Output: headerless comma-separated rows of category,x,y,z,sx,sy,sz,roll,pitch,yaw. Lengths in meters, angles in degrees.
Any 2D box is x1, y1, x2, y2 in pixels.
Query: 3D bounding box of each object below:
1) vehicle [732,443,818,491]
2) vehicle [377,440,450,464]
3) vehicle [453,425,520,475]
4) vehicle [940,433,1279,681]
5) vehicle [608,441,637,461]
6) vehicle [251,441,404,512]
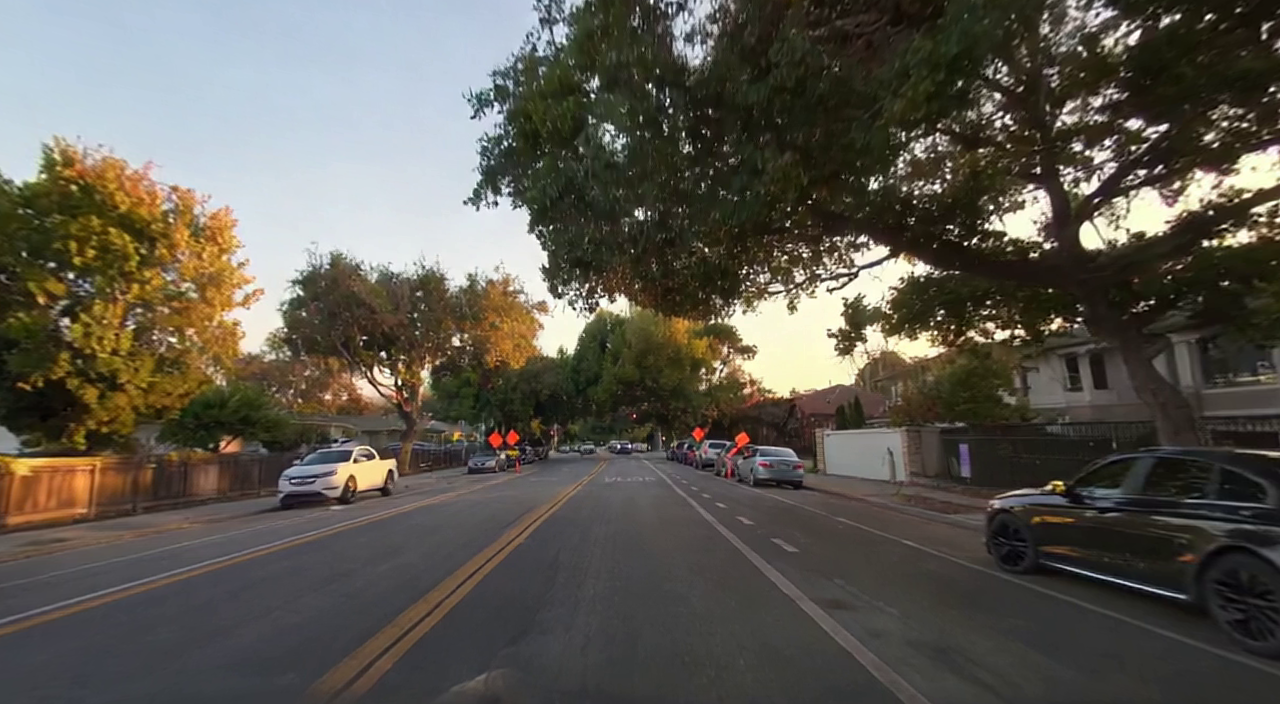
vehicle,4.496,3.892,21.704,1.912,1.463,4.477,0,-8,-1
vehicle,-17.208,7.620,47.951,4.779,1.823,1.964,0,-9,-1
vehicle,-8.486,5.477,35.315,2.526,2.631,4.228,0,-8,2
vehicle,4.812,1.468,5.299,2.027,1.493,4.679,1,-9,-4
vehicle,-1.360,7.864,49.985,2.151,1.481,4.084,0,-8,0
vehicle,-8.351,3.325,17.413,1.950,1.672,4.664,0,-8,-2
